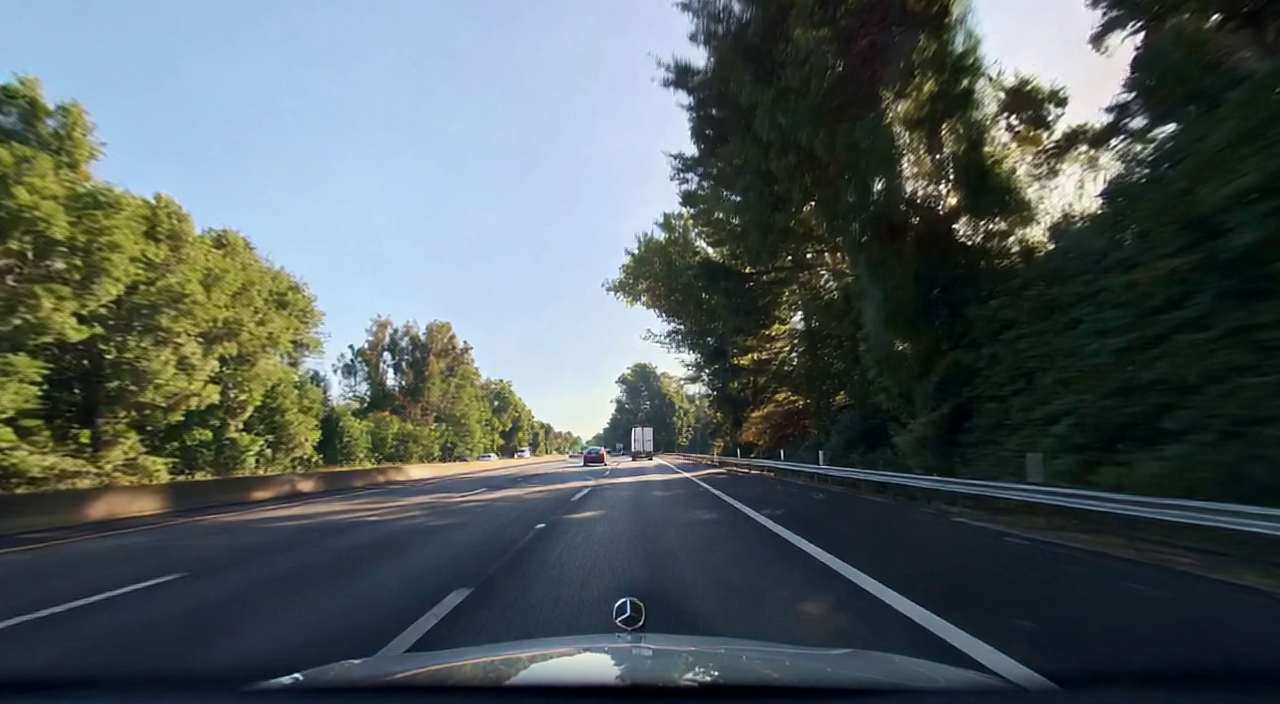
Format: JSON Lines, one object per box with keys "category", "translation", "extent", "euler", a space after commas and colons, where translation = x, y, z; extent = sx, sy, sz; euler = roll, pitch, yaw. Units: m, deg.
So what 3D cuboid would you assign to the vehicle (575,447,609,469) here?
{"category": "vehicle", "translation": [-3.397, 7.542, 44.959], "extent": [2.085, 1.506, 4.101], "euler": [0, -9, 0]}
